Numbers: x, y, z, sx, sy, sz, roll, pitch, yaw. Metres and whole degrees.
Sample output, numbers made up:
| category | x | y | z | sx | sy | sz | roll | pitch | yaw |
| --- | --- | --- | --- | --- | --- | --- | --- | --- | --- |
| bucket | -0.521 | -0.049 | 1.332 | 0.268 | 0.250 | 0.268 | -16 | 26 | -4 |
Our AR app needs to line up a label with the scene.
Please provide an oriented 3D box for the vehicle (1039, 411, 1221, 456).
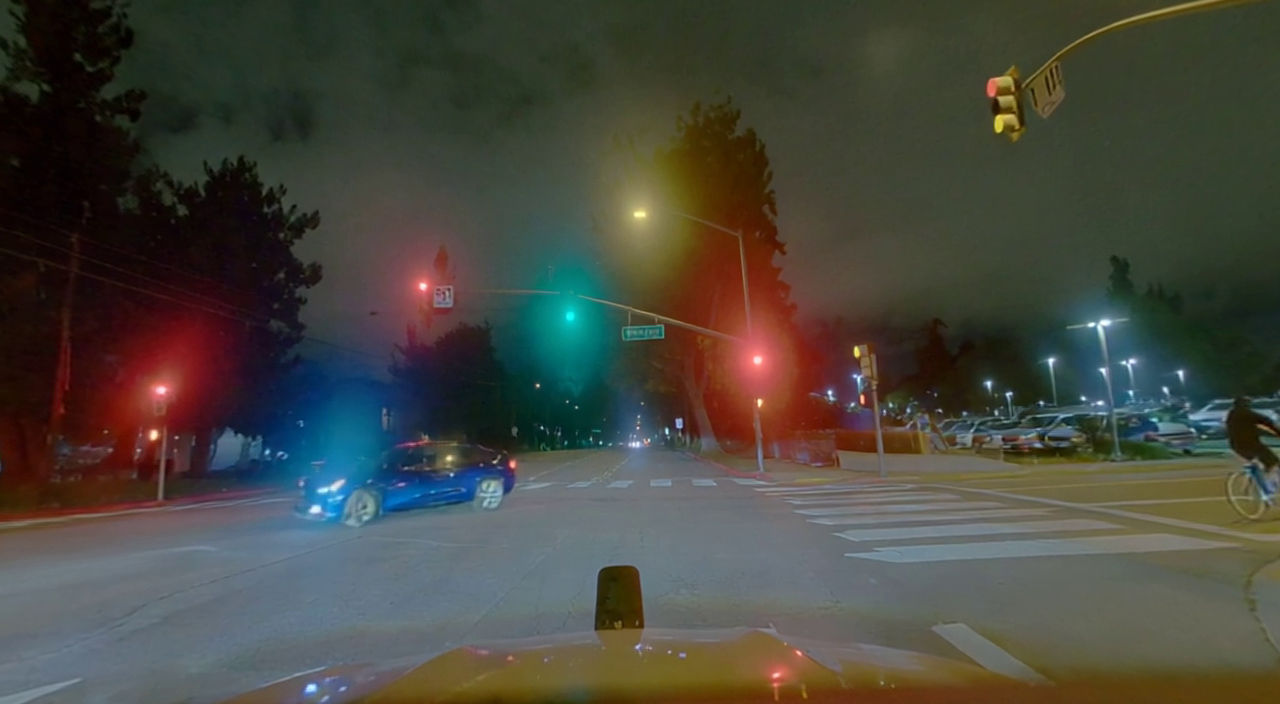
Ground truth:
| category | x | y | z | sx | sy | sz | roll | pitch | yaw |
| --- | --- | --- | --- | --- | --- | --- | --- | --- | --- |
| vehicle | 16.921 | 2.904 | 22.114 | 4.560 | 1.453 | 1.851 | -3 | -9 | 18 |

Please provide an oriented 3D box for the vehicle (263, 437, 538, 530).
| category | x | y | z | sx | sy | sz | roll | pitch | yaw |
| --- | --- | --- | --- | --- | --- | --- | --- | --- | --- |
| vehicle | -4.307 | 2.323 | 11.629 | 4.385 | 1.419 | 1.855 | 5 | -10 | -29 |

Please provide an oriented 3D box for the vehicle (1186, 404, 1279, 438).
| category | x | y | z | sx | sy | sz | roll | pitch | yaw |
| --- | --- | --- | --- | --- | --- | --- | --- | --- | --- |
| vehicle | 34.895 | 4.024 | 36.660 | 4.326 | 1.511 | 1.725 | -8 | -9 | 17 |
